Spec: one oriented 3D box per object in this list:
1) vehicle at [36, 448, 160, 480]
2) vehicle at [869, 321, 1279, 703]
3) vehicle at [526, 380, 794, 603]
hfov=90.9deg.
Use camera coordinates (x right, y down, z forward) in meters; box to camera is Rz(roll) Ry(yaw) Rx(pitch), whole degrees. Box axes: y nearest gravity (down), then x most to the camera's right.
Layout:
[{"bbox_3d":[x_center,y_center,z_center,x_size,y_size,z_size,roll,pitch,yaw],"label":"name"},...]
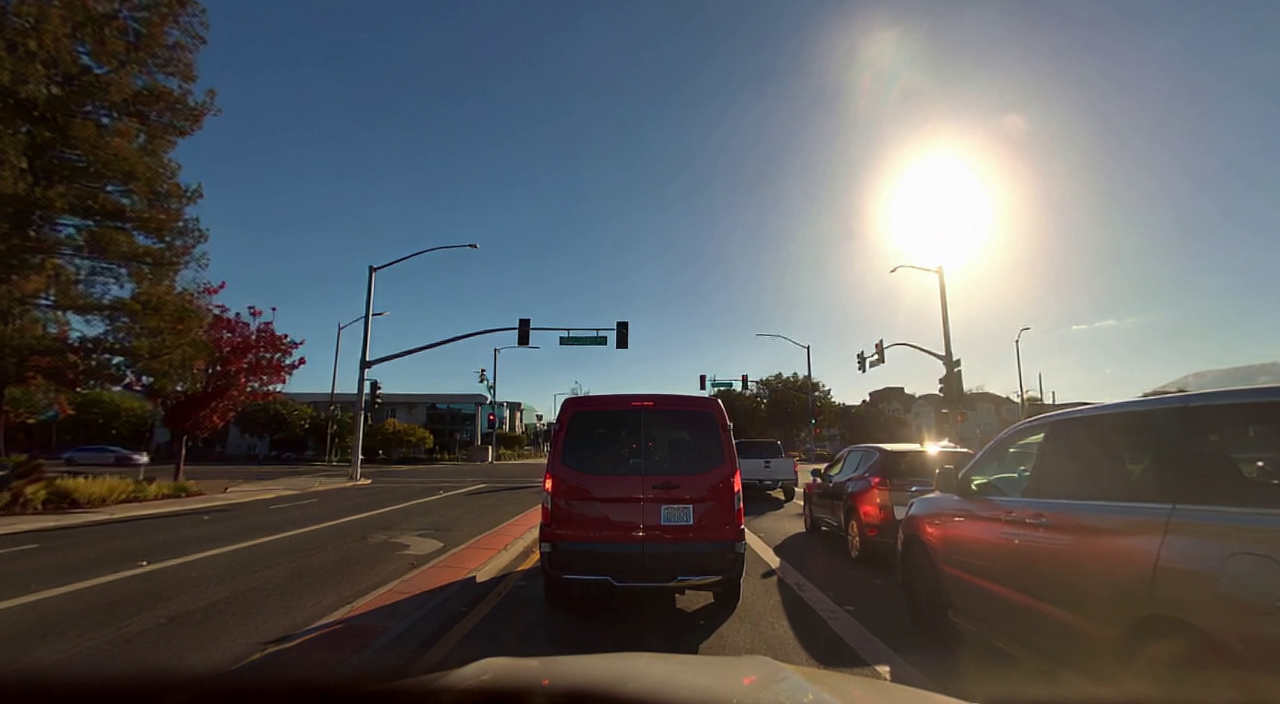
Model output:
[{"bbox_3d":[-27.315,5.633,31.882,4.425,1.427,1.911,1,-5,-5],"label":"vehicle"},{"bbox_3d":[2.900,0.945,3.168,1.971,1.663,4.287,0,-8,2],"label":"vehicle"},{"bbox_3d":[0.179,1.466,7.439,2.185,1.822,4.391,0,-8,1],"label":"vehicle"}]
